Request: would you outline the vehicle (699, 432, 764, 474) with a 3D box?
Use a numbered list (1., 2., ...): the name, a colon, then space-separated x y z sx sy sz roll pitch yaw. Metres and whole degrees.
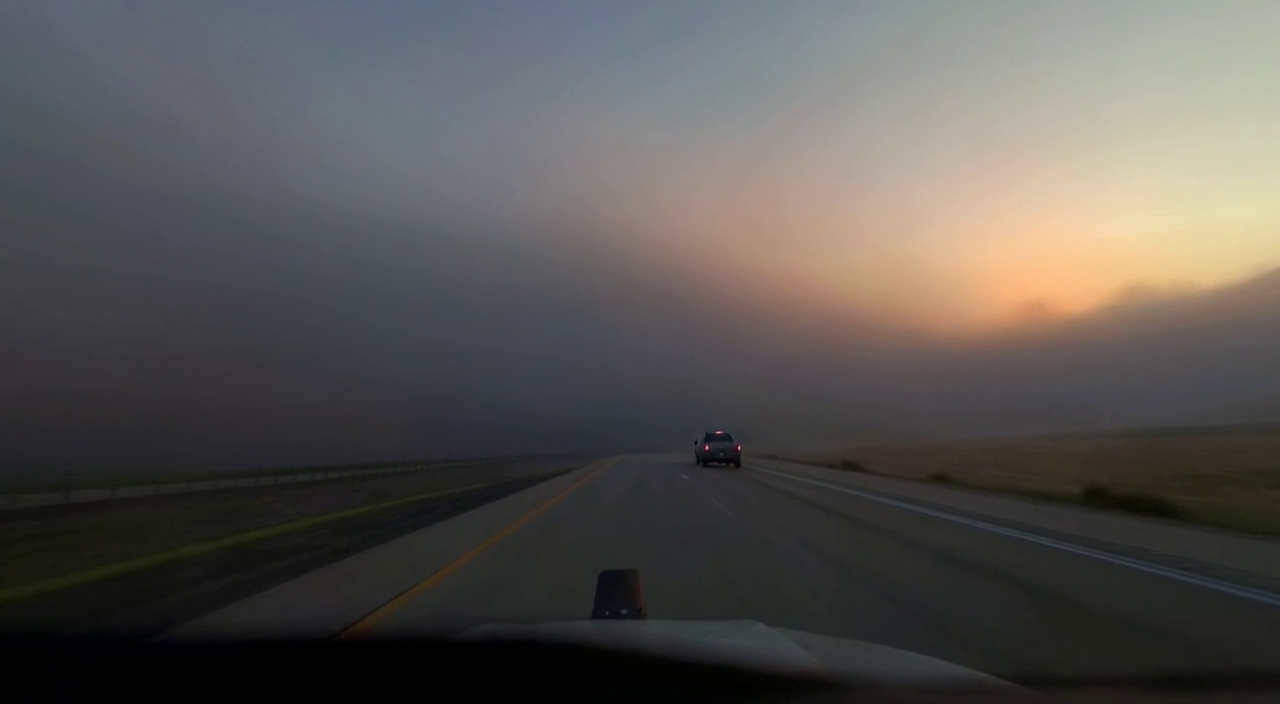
1. vehicle: 3.842 4.310 27.146 2.157 1.640 4.056 0 -8 0
